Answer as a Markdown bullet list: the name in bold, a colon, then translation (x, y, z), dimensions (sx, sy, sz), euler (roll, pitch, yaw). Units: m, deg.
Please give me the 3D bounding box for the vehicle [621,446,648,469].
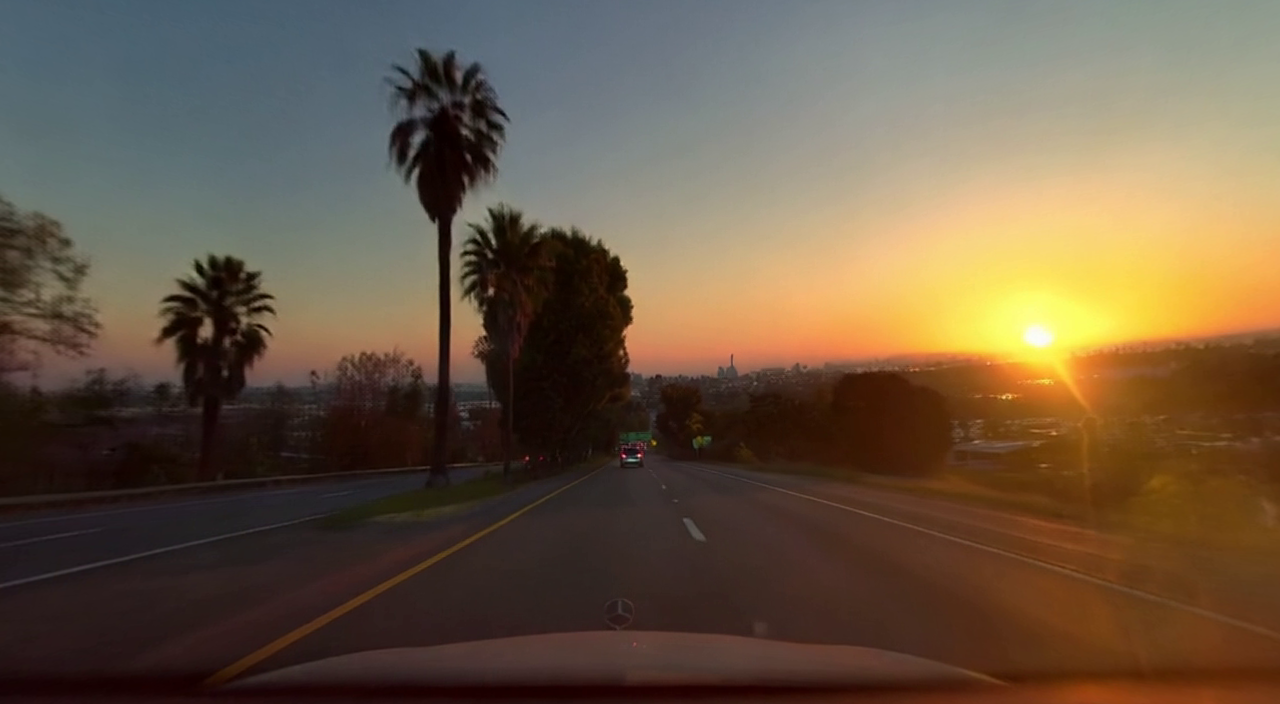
- **vehicle**: translation (-0.475, 8.138, 48.944), dimensions (2.001, 1.688, 4.128), euler (0, -8, -2)
